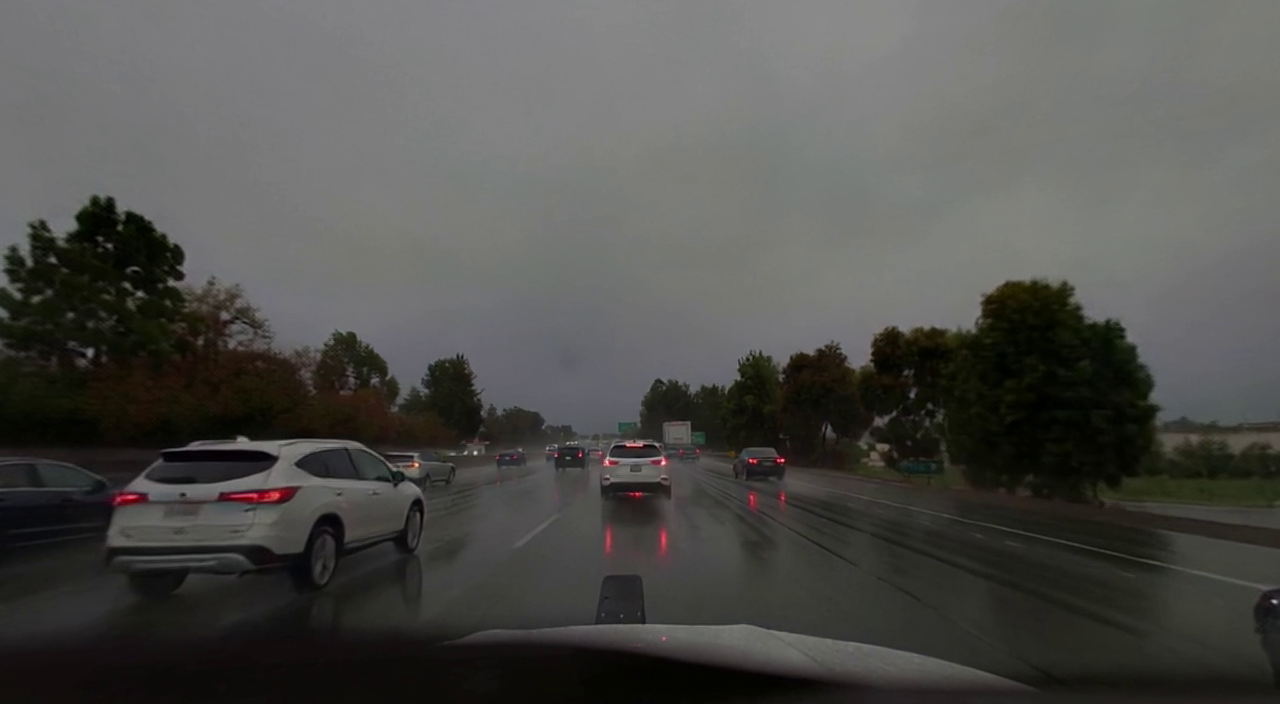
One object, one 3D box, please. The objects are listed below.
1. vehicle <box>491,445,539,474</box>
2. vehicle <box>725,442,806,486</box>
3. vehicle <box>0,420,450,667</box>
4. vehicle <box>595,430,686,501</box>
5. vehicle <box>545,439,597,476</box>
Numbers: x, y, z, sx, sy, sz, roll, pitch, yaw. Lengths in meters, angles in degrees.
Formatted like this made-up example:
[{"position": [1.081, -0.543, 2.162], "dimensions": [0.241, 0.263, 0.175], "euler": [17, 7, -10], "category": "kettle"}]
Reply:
[{"position": [-7.326, 6.320, 37.194], "dimensions": [1.931, 1.617, 4.060], "euler": [0, -8, 1], "category": "vehicle"}, {"position": [4.620, 4.195, 23.934], "dimensions": [2.006, 1.474, 4.669], "euler": [0, -8, -1], "category": "vehicle"}, {"position": [-3.571, 1.502, 6.113], "dimensions": [2.011, 1.498, 4.341], "euler": [0, -8, 1], "category": "vehicle"}, {"position": [0.025, 3.085, 17.476], "dimensions": [2.223, 1.722, 4.177], "euler": [0, -8, 0], "category": "vehicle"}, {"position": [-3.549, 5.516, 33.165], "dimensions": [2.142, 1.808, 4.266], "euler": [0, -8, 1], "category": "vehicle"}]
